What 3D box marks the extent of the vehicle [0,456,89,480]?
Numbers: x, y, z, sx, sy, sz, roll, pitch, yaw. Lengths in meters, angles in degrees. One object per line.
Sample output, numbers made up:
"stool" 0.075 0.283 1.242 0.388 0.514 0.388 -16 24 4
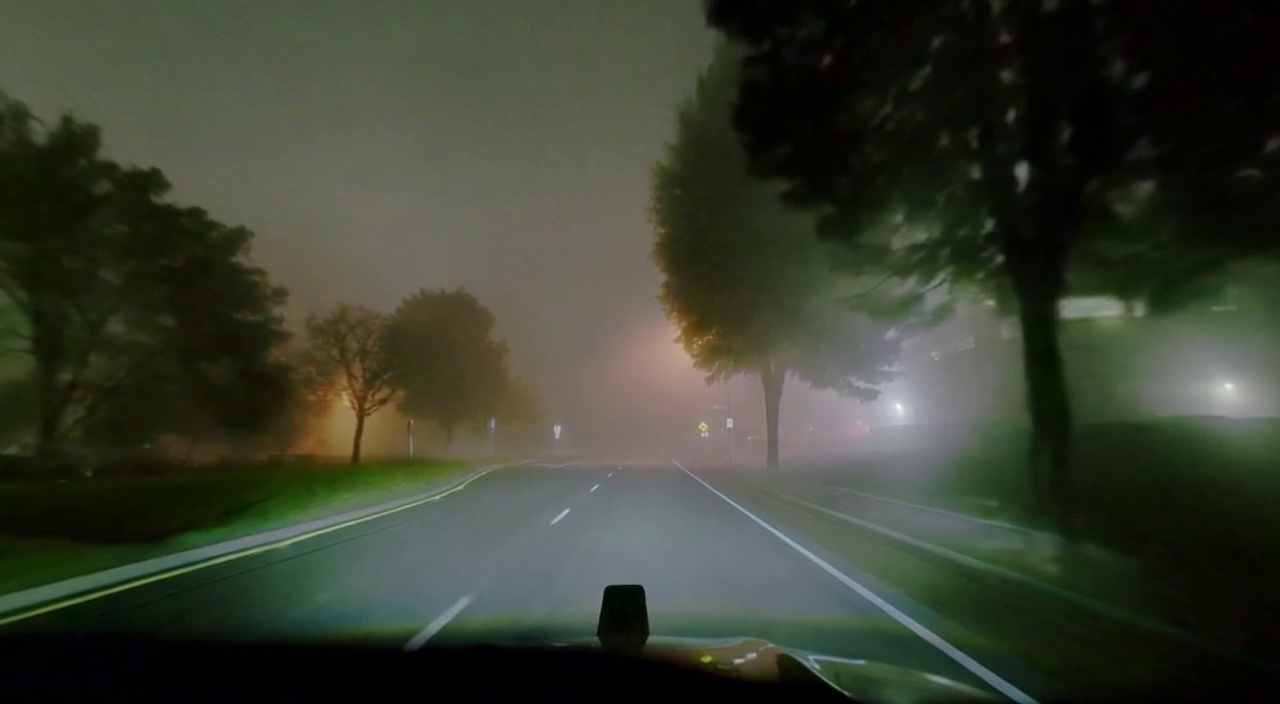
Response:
"vehicle" -43.182 8.224 44.969 2.138 1.434 5.611 1 -8 8
